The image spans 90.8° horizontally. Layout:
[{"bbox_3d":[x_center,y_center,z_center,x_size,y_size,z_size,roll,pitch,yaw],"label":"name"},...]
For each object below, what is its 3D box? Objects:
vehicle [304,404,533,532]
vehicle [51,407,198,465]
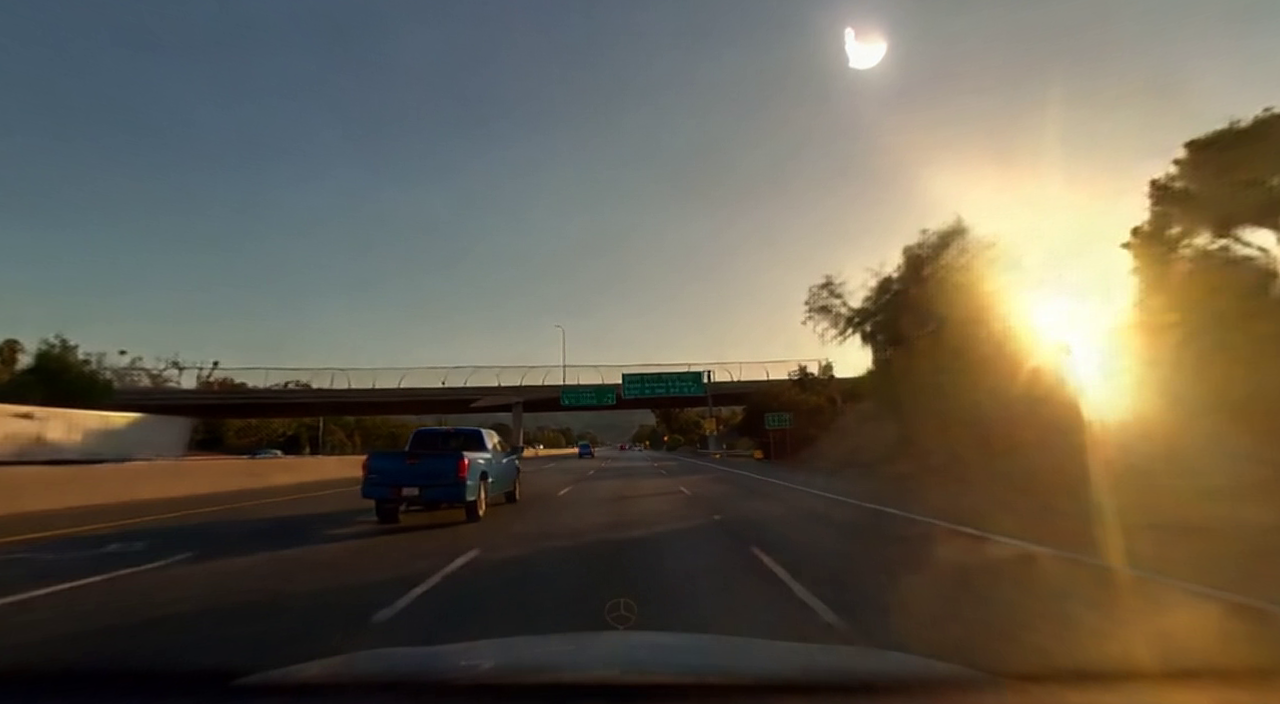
[{"bbox_3d":[-4.019,2.269,13.045,2.529,2.003,5.904,0,-8,1],"label":"vehicle"},{"bbox_3d":[-36.179,6.025,44.986,2.794,3.706,9.037,0,-8,-1],"label":"vehicle"}]
